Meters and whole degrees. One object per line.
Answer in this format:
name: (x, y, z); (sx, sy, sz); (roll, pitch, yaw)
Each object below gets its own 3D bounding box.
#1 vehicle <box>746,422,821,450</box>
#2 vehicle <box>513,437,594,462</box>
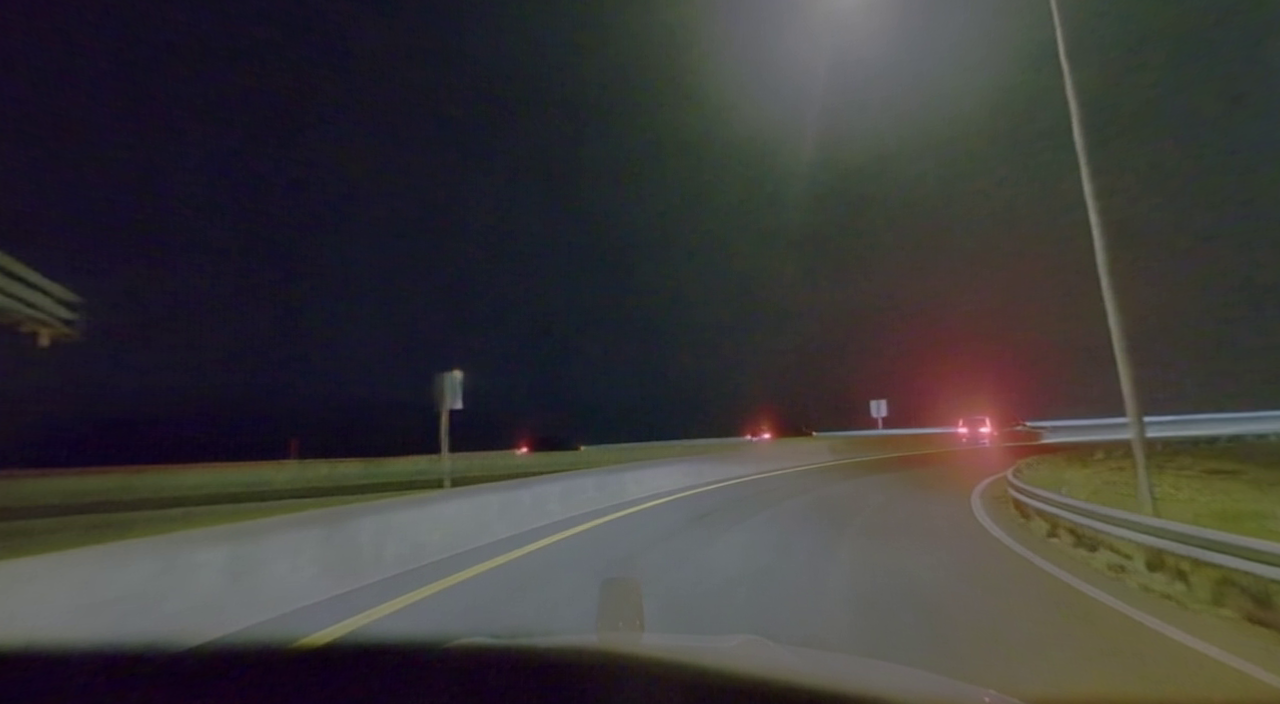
vehicle: (8.558, 5.049, 37.637); (3.990, 1.549, 1.971); (5, -10, -26)
vehicle: (-5.788, 6.548, 42.294); (4.957, 1.593, 1.871); (5, -10, -28)
